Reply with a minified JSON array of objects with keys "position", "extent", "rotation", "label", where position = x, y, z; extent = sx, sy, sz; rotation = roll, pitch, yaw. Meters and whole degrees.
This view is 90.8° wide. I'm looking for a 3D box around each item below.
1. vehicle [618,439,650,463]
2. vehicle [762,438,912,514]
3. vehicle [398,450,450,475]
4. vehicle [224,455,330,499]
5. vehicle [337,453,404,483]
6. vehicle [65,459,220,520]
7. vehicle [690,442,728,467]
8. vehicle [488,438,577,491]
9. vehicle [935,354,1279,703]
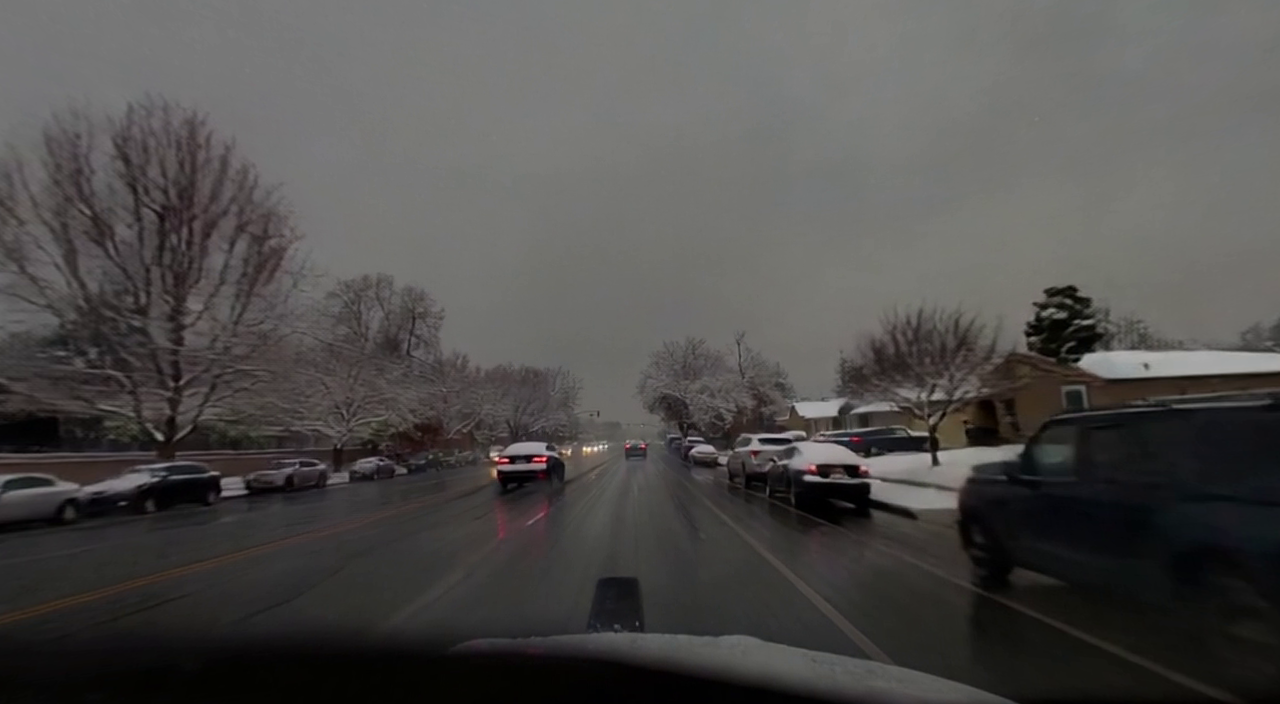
[{"position":[-0.405,6.754,43.231],"extent":[2.088,1.495,4.048],"rotation":[0,-8,-1],"label":"vehicle"},{"position":[4.371,2.814,14.940],"extent":[1.933,1.463,4.735],"rotation":[0,-8,-1],"label":"vehicle"},{"position":[-14.671,7.530,43.176],"extent":[1.898,1.530,4.675],"rotation":[0,-8,-1],"label":"vehicle"},{"position":[-14.730,5.080,25.930],"extent":[1.811,1.433,4.564],"rotation":[-6,-10,-2],"label":"vehicle"},{"position":[-14.602,6.283,34.456],"extent":[1.847,1.494,4.189],"rotation":[0,-8,-1],"label":"vehicle"},{"position":[-14.543,4.011,18.771],"extent":[1.681,1.419,3.859],"rotation":[-5,-10,-4],"label":"vehicle"},{"position":[4.230,6.352,39.364],"extent":[1.890,1.459,4.371],"rotation":[0,-8,0],"label":"vehicle"},{"position":[-3.260,3.511,20.142],"extent":[2.027,1.477,4.413],"rotation":[0,-8,1],"label":"vehicle"},{"position":[4.117,1.116,4.464],"extent":[1.943,1.788,4.462],"rotation":[0,-8,1],"label":"vehicle"}]
